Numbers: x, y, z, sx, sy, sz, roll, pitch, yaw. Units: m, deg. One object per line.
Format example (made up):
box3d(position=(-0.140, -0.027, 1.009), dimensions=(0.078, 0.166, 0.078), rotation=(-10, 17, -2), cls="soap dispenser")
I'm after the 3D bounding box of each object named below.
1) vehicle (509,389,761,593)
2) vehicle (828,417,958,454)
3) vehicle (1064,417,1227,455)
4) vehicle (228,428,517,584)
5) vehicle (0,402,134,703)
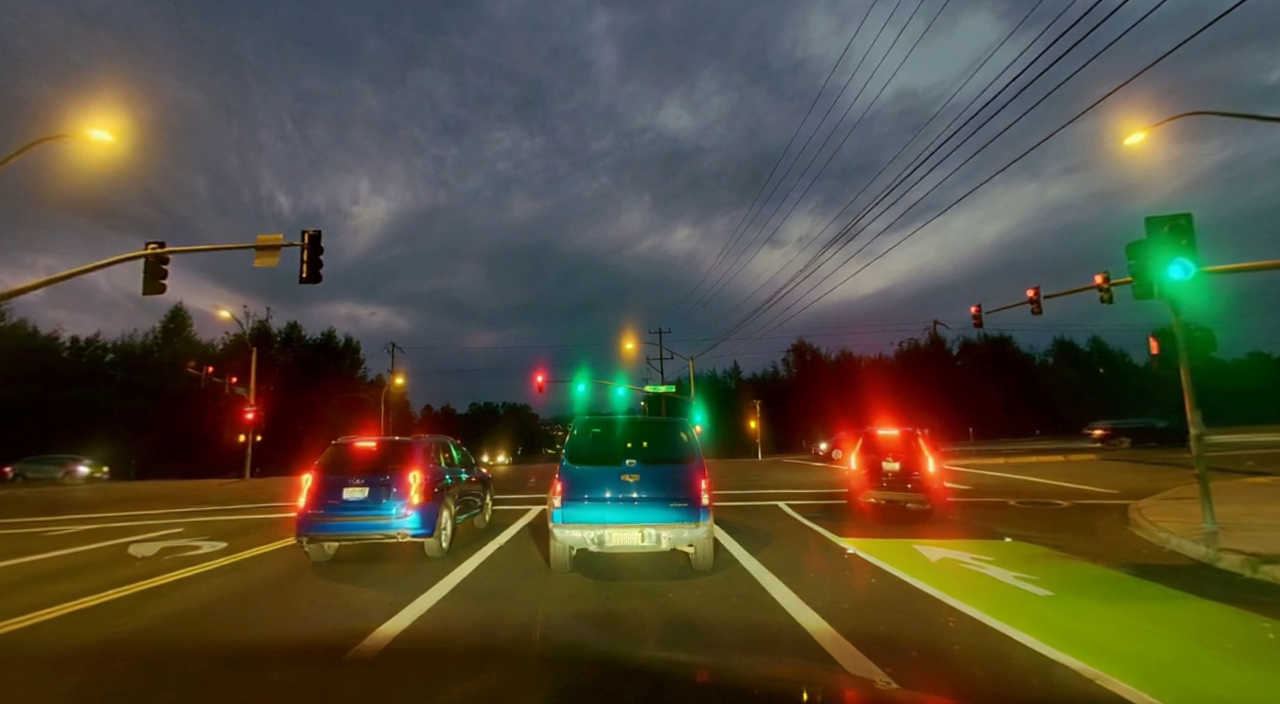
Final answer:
box3d(position=(-0.076, 1.511, 7.616), dimensions=(2.182, 1.773, 4.041), rotation=(0, -8, -1), cls="vehicle")
box3d(position=(13.801, 4.607, 34.834), dimensions=(6.143, 1.944, 2.229), rotation=(-1, -8, 5), cls="vehicle")
box3d(position=(20.565, 3.471, 25.964), dimensions=(4.715, 1.438, 2.023), rotation=(-2, -9, 16), cls="vehicle")
box3d(position=(-2.949, 1.757, 7.993), dimensions=(1.969, 1.486, 3.702), rotation=(0, -8, 1), cls="vehicle")
box3d(position=(-3.363, 0.654, 0.427), dimensions=(1.928, 1.488, 4.936), rotation=(0, -8, 0), cls="vehicle")
